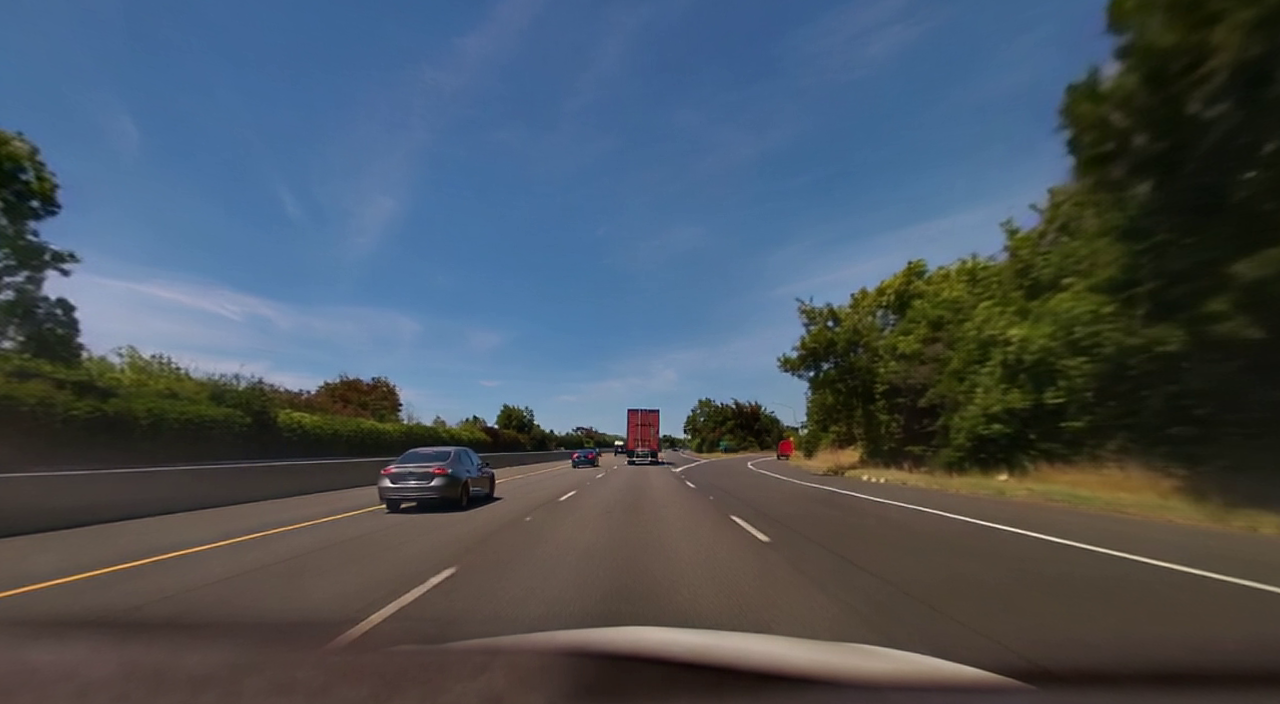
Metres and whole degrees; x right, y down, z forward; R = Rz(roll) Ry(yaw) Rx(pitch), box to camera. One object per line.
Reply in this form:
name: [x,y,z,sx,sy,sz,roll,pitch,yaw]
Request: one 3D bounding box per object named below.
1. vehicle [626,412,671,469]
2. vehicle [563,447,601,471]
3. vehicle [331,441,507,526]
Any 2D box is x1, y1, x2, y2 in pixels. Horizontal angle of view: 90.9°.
vehicle: [0.601,6.430,45.327,2.893,3.628,9.081,0,-9,1]
vehicle: [-3.677,6.920,40.903,1.981,1.435,4.199,0,-9,1]
vehicle: [-4.301,2.618,13.169,2.010,1.461,4.391,0,-9,1]
